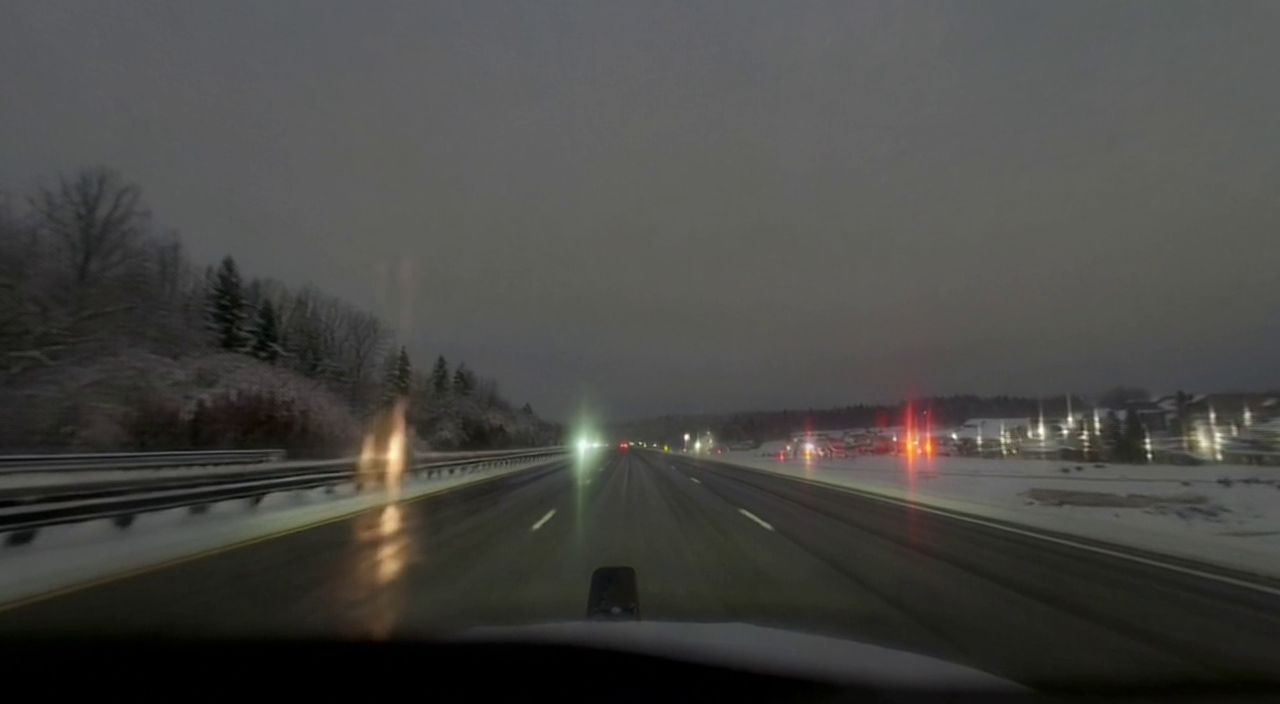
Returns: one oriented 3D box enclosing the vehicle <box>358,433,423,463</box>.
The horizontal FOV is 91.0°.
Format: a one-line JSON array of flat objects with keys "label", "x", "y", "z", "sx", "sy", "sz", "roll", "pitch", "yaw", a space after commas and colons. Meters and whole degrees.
[{"label": "vehicle", "x": -13.897, "y": 5.375, "z": 35.314, "sx": 1.992, "sy": 1.579, "sz": 4.371, "roll": 0, "pitch": -8, "yaw": -2}]
